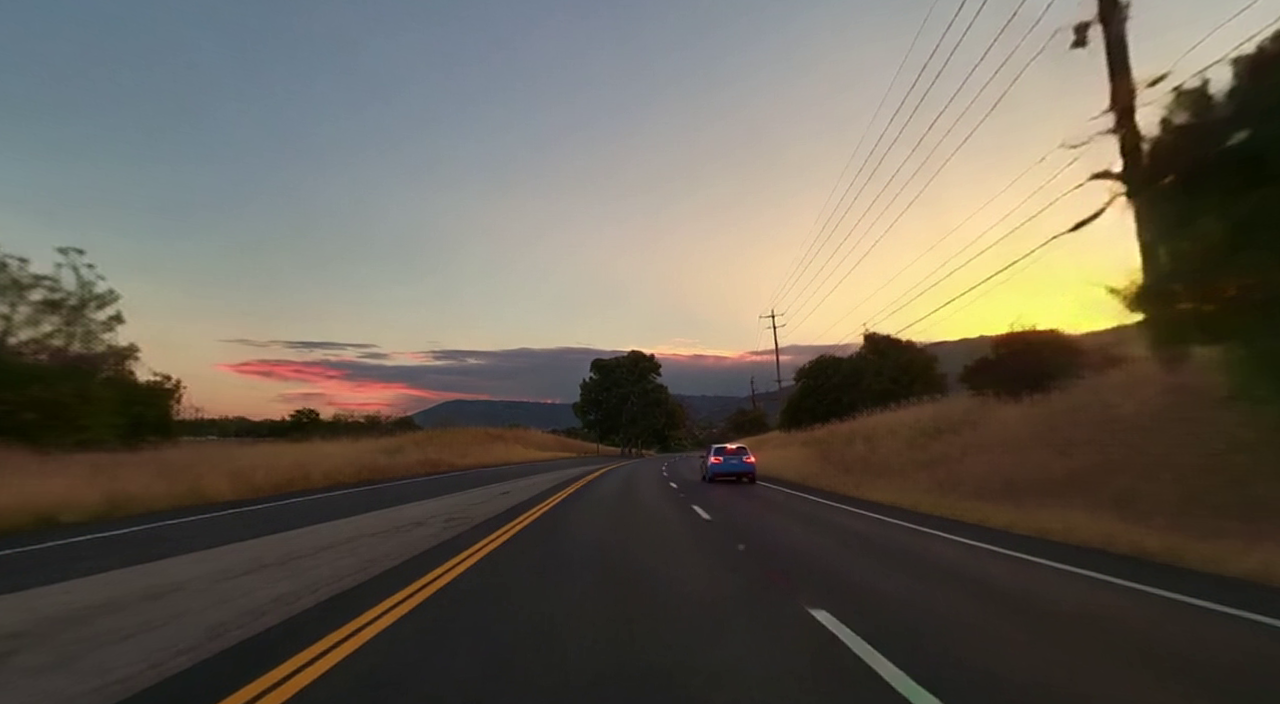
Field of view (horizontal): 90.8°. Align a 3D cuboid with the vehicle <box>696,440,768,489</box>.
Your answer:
[{"bbox_3d":[3.436,4.303,24.446,2.135,1.692,4.185,0,-9,0],"label":"vehicle"}]
